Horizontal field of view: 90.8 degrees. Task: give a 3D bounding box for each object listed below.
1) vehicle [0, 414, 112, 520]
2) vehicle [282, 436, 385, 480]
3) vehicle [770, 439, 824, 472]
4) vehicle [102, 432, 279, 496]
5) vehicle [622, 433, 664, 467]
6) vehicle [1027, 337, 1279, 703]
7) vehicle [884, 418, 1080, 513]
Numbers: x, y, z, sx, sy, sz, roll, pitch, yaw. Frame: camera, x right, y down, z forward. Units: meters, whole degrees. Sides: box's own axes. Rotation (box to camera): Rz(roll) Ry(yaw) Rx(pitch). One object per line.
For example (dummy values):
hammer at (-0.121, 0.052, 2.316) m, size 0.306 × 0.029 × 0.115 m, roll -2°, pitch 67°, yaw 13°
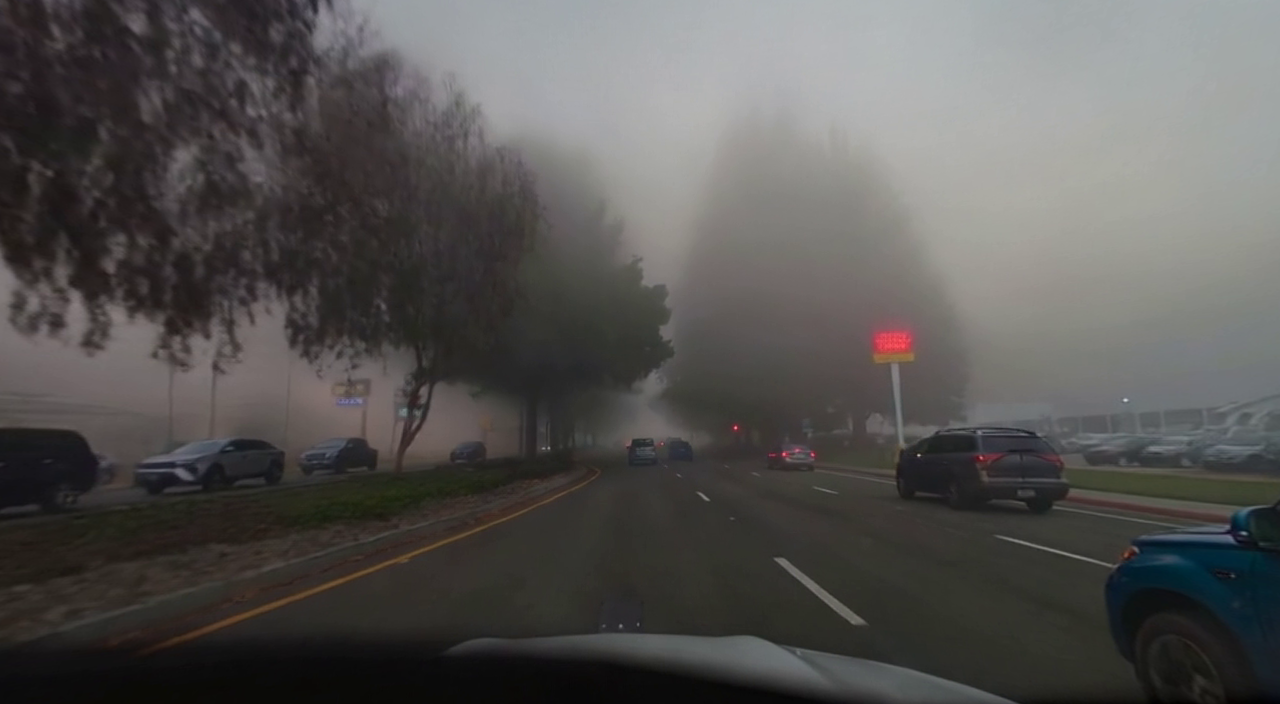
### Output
vehicle at (-13.903, 2.130, 11.531) m, size 2.762 × 2.050 × 6.588 m, roll 0°, pitch -8°, yaw 1°
vehicle at (-13.993, 4.836, 29.252) m, size 2.159 × 1.836 × 5.038 m, roll 0°, pitch -8°, yaw 1°
vehicle at (7.768, 5.171, 31.652) m, size 1.879 × 1.517 × 4.006 m, roll 0°, pitch -8°, yaw 3°
vehicle at (-14.314, 3.582, 20.605) m, size 2.242 × 1.836 × 4.811 m, roll 0°, pitch -8°, yaw -1°
vehicle at (0.182, 5.950, 38.586) m, size 2.402 × 1.938 × 4.535 m, roll 0°, pitch -8°, yaw 0°
vehicle at (3.526, 0.711, 1.783) m, size 2.076 × 1.716 × 4.416 m, roll 0°, pitch -8°, yaw 1°
vehicle at (7.380, 2.489, 14.277) m, size 1.977 × 1.786 × 4.344 m, roll 0°, pitch -8°, yaw 0°
